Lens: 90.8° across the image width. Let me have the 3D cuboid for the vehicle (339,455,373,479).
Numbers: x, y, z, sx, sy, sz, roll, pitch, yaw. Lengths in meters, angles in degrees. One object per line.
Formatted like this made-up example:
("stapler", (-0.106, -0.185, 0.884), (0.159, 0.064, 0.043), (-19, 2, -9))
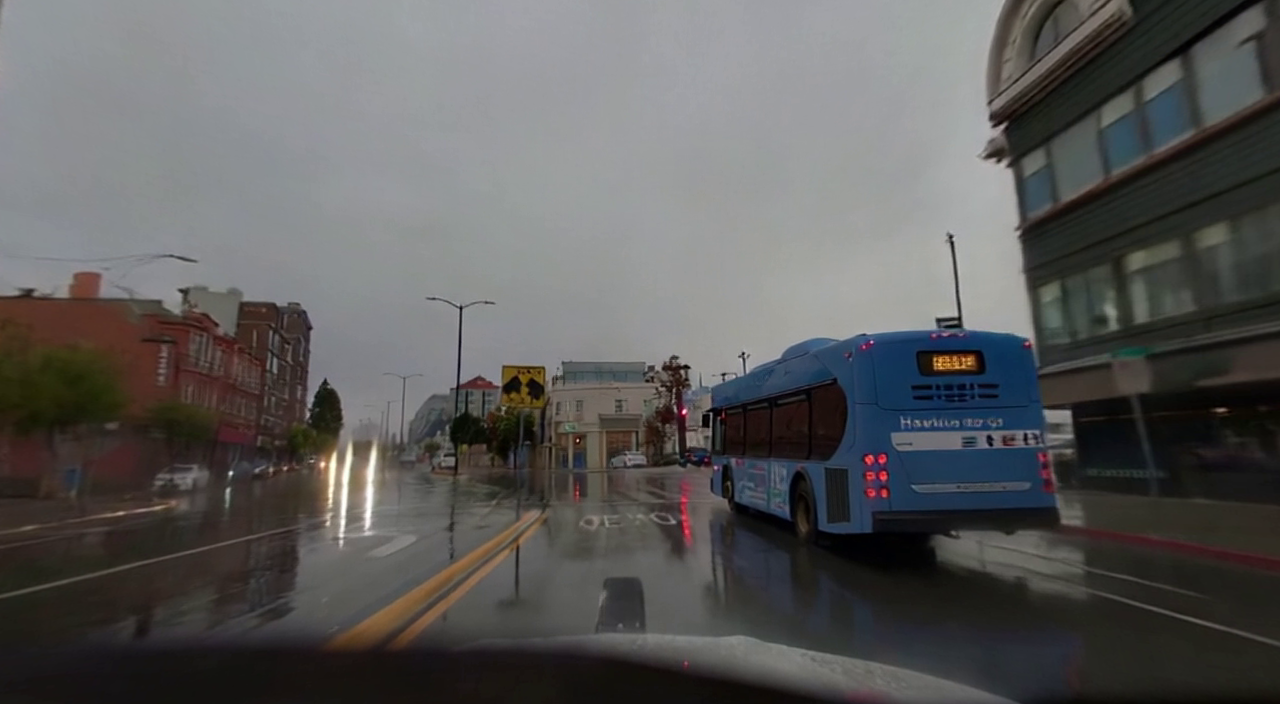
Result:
("vehicle", (-19.625, 7.905, 43.757), (1.944, 1.505, 3.944), (3, -9, -23))

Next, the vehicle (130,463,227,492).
("vehicle", (-27.269, 7.389, 37.418), (4.384, 1.500, 1.864), (7, -11, -40))

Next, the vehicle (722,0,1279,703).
("vehicle", (3.144, 0.259, 3.333), (3.194, 3.345, 12.428), (0, -9, -3))
